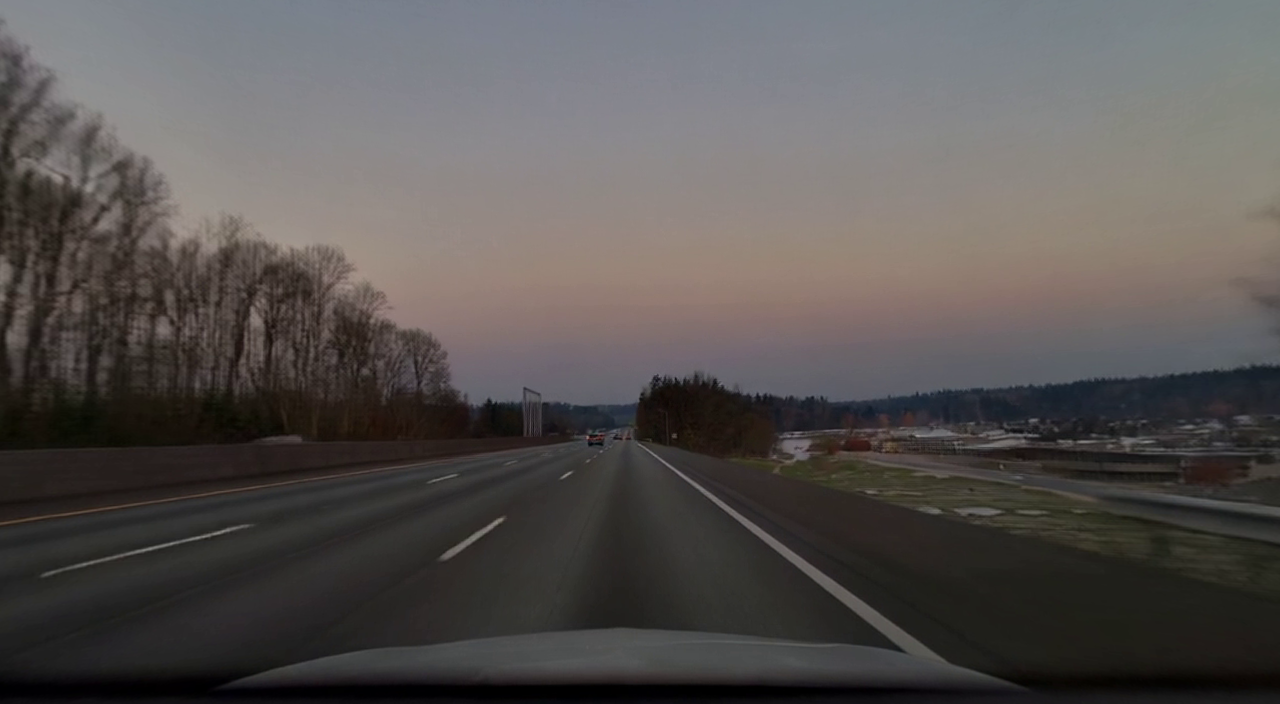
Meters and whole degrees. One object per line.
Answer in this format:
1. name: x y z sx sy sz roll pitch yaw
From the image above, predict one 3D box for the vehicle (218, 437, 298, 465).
1. vehicle: -21.799 5.639 36.102 1.874 1.511 4.431 0 -8 -1
